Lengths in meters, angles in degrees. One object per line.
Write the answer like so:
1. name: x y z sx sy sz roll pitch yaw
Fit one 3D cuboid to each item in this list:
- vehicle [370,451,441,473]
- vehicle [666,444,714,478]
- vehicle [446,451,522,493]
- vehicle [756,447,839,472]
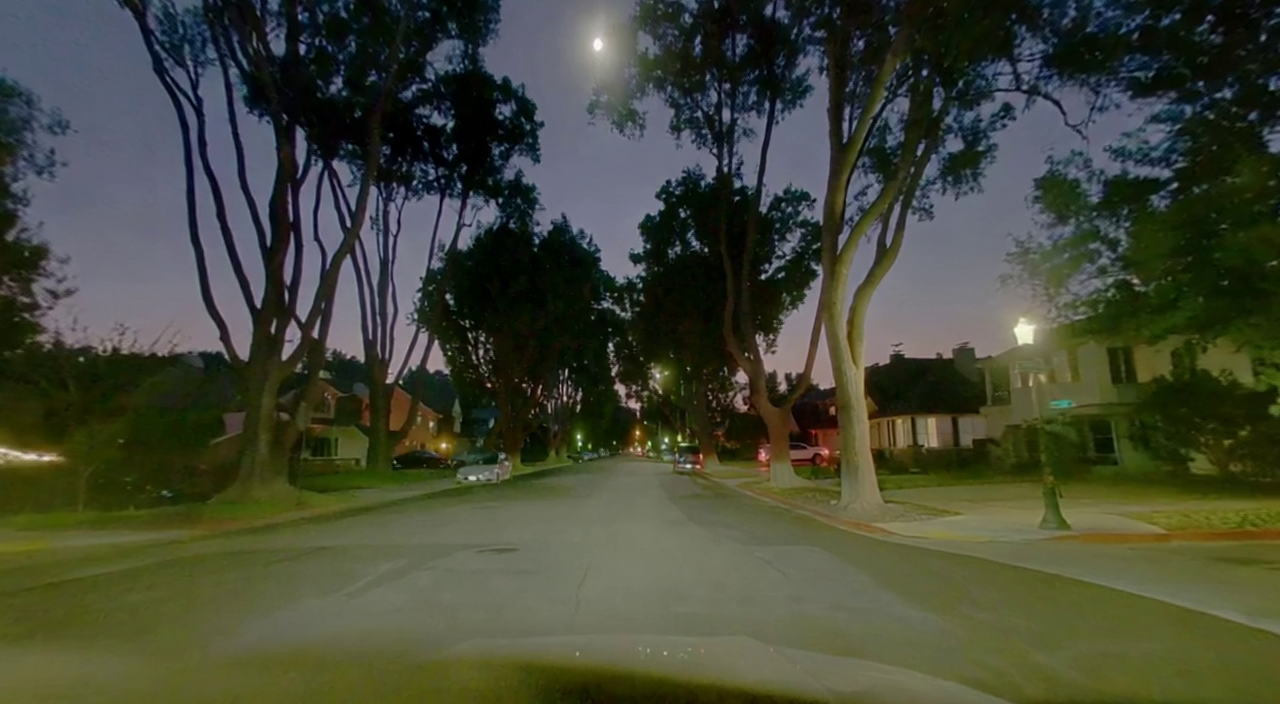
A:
1. vehicle: -16.570 7.765 44.803 4.276 1.463 1.832 -1 -8 6
2. vehicle: 2.894 6.438 37.737 2.241 1.875 5.059 0 -8 -2
3. vehicle: -6.616 5.127 27.335 2.099 1.399 4.357 -4 -7 1
4. vehicle: 10.203 7.010 41.204 5.041 1.486 1.969 -2 -9 9
